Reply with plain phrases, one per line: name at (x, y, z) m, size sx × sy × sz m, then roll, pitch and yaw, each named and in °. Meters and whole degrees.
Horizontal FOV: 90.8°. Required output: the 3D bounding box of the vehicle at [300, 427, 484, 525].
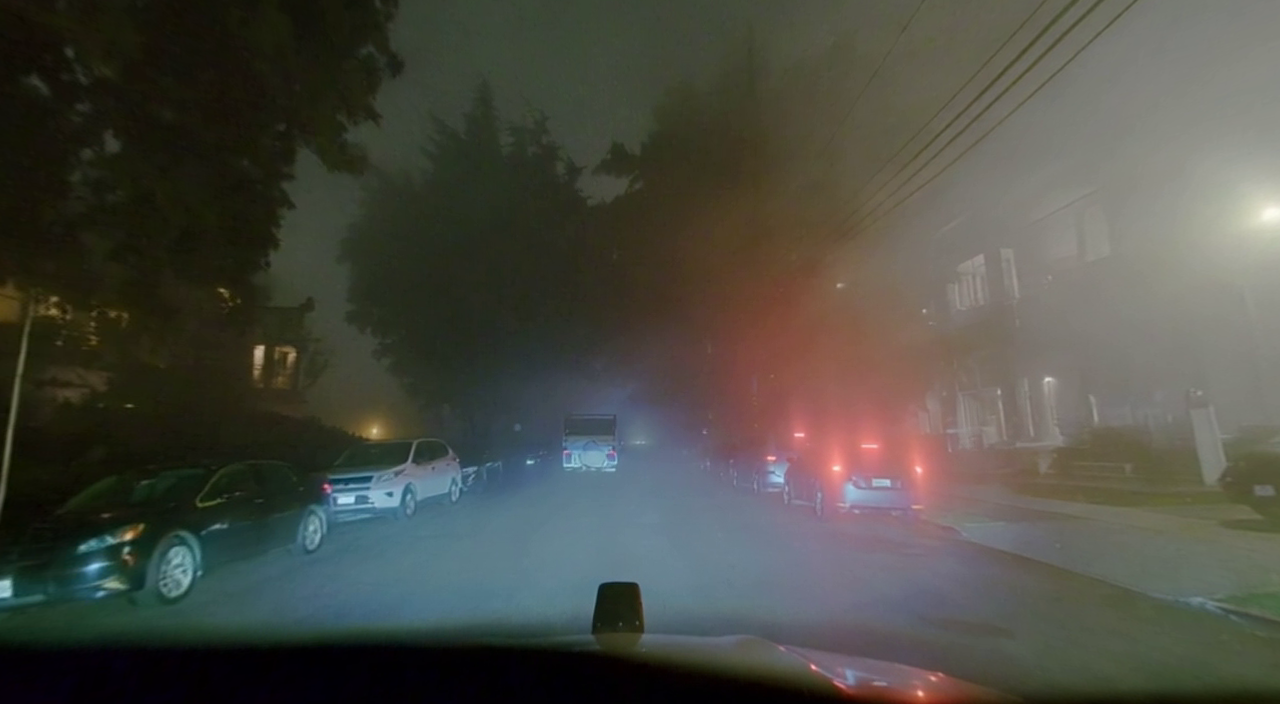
vehicle at (-5.245, 2.680, 14.382) m, size 2.002 × 1.781 × 5.380 m, roll 0°, pitch -8°, yaw 0°

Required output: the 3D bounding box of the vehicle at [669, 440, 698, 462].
vehicle at (3.355, 7.753, 49.762) m, size 1.878 × 1.664 × 4.033 m, roll 0°, pitch -8°, yaw -2°

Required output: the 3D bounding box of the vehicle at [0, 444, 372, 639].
vehicle at (-5.086, 1.807, 7.285) m, size 1.861 × 1.474 × 4.749 m, roll 0°, pitch -8°, yaw 1°

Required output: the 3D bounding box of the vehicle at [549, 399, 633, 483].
vehicle at (-1.711, 3.560, 25.265) m, size 2.716 × 2.887 × 6.781 m, roll 0°, pitch -8°, yaw 1°

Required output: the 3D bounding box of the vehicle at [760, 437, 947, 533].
vehicle at (3.739, 2.385, 12.018) m, size 1.813 × 1.468 × 4.267 m, roll 1°, pitch -8°, yaw -4°
